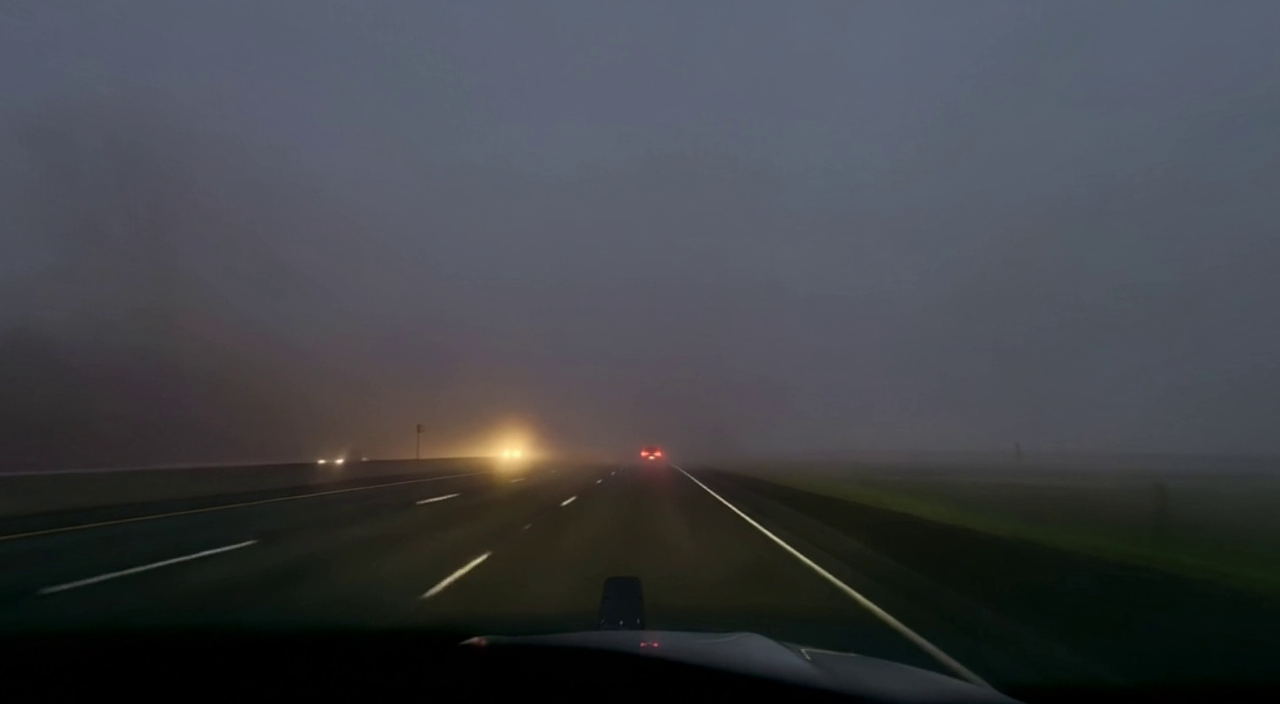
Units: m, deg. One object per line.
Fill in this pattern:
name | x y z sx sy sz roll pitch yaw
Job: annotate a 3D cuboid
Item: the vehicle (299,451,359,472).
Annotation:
vehicle | -23.660 8.334 48.221 2.148 1.493 4.415 0 -9 2
